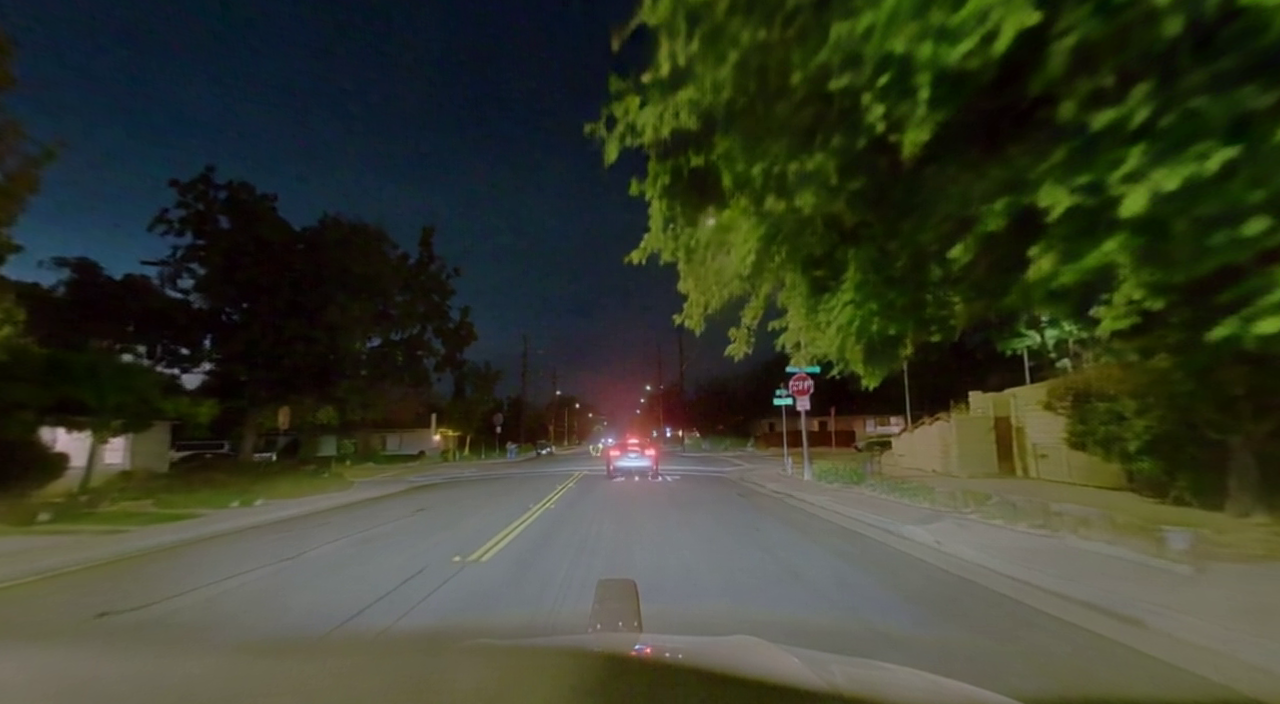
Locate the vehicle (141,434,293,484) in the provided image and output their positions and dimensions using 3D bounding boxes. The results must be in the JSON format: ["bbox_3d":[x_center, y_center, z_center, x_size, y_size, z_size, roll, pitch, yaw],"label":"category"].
[{"bbox_3d":[-20.835,5.299,31.232,5.796,1.946,2.391,-4,-10,-3],"label":"vehicle"}]

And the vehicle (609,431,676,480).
[{"bbox_3d":[0.004,3.474,21.312,2.043,1.484,4.340,0,-8,-2],"label":"vehicle"}]
